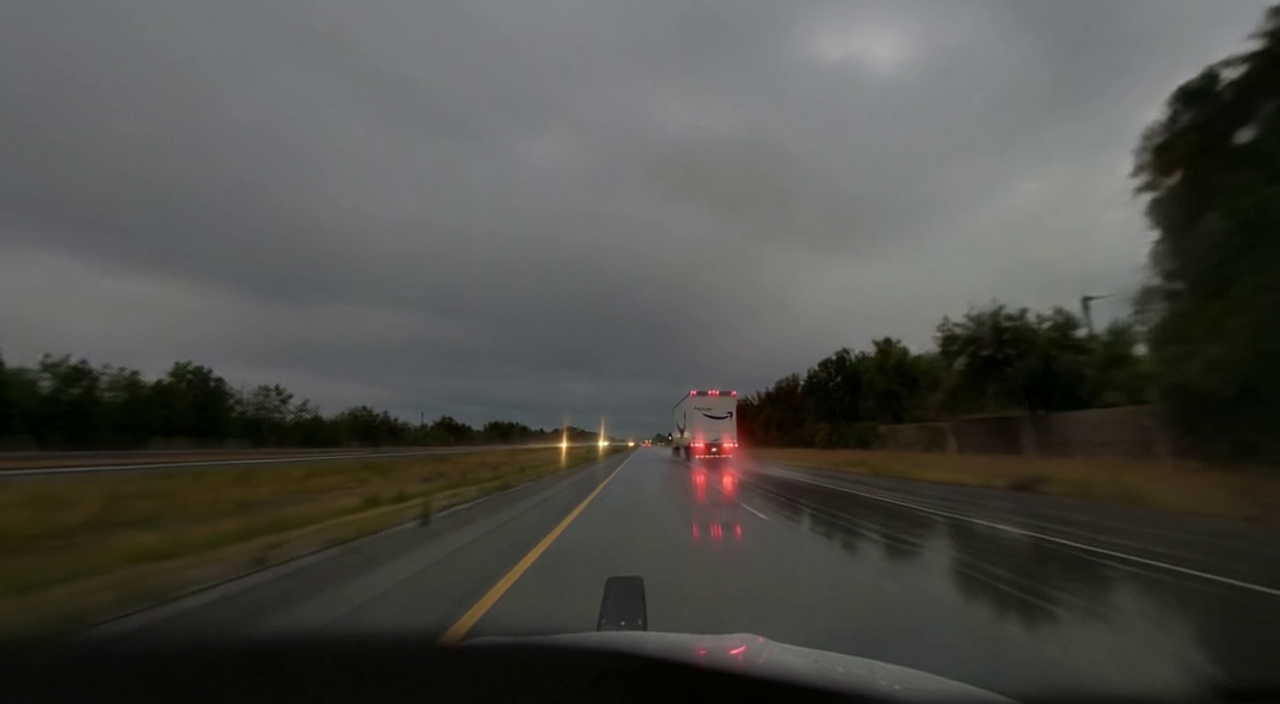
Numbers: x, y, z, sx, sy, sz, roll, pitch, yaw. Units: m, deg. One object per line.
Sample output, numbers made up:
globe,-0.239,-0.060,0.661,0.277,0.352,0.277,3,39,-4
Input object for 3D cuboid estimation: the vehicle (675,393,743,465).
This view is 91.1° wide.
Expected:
vehicle,4.672,5.899,46.511,3.190,4.365,16.625,0,-8,0
